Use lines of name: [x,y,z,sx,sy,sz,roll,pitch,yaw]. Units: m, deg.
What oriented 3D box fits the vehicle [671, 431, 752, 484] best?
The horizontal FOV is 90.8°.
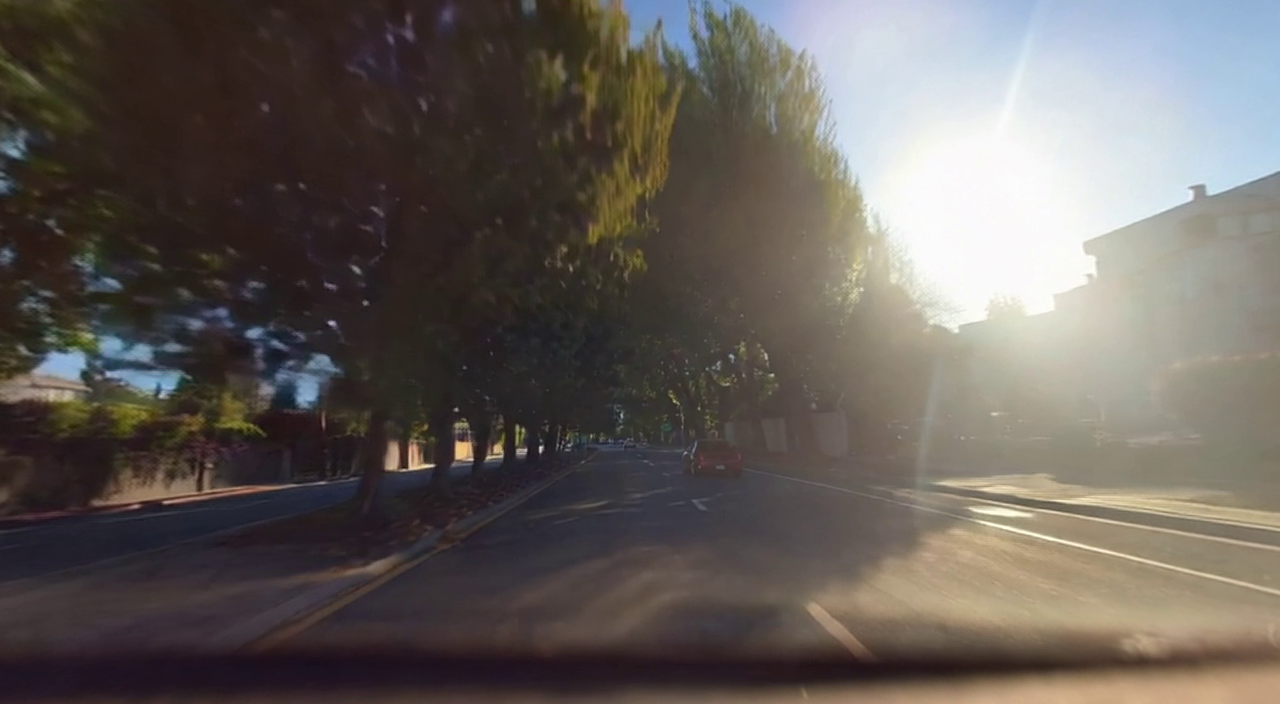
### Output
vehicle: [2.210,3.427,20.884,1.985,1.529,4.316,0,-8,-2]
